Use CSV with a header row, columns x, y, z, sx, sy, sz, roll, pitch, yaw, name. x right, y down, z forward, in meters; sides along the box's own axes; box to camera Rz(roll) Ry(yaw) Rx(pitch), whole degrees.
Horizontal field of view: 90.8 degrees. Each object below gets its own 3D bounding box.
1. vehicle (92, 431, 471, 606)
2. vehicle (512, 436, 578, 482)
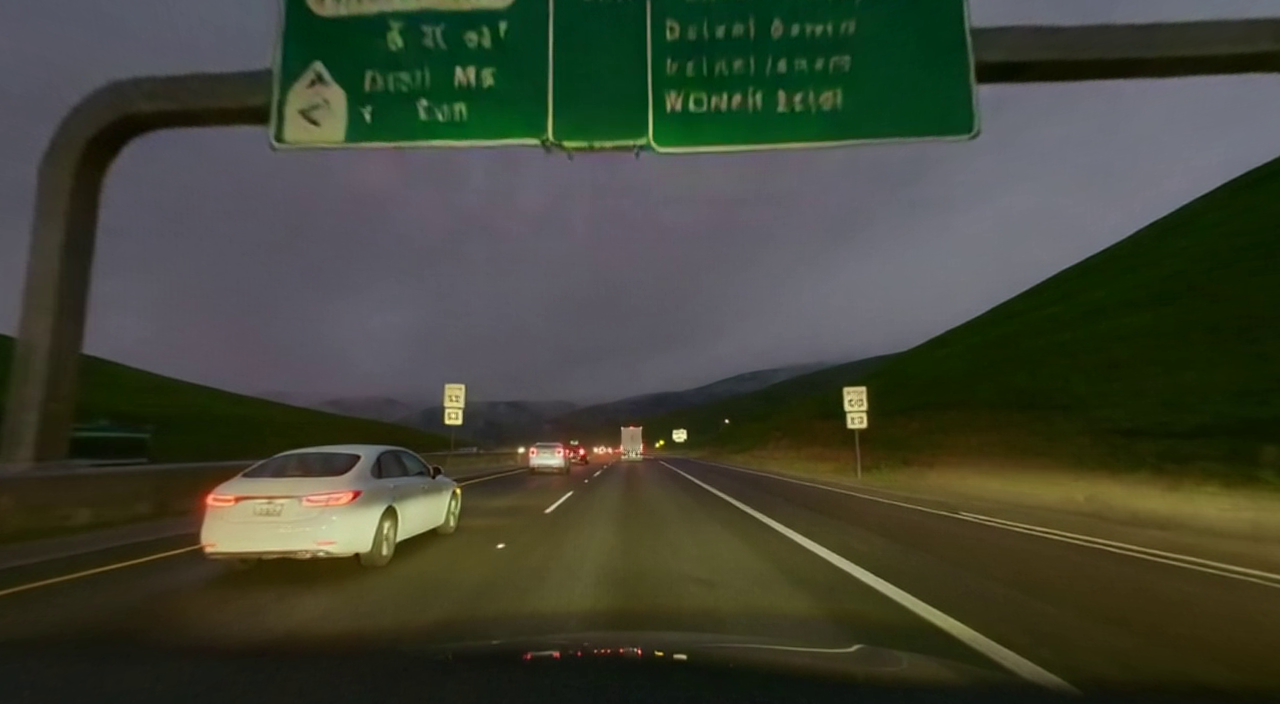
x,y,z,sx,sy,sz,roll,pitch,yaw,name
-3.635,1.747,7.638,1.988,1.440,4.504,0,-9,-1,vehicle
-3.848,4.412,26.230,2.073,1.694,4.162,-1,-9,0,vehicle
